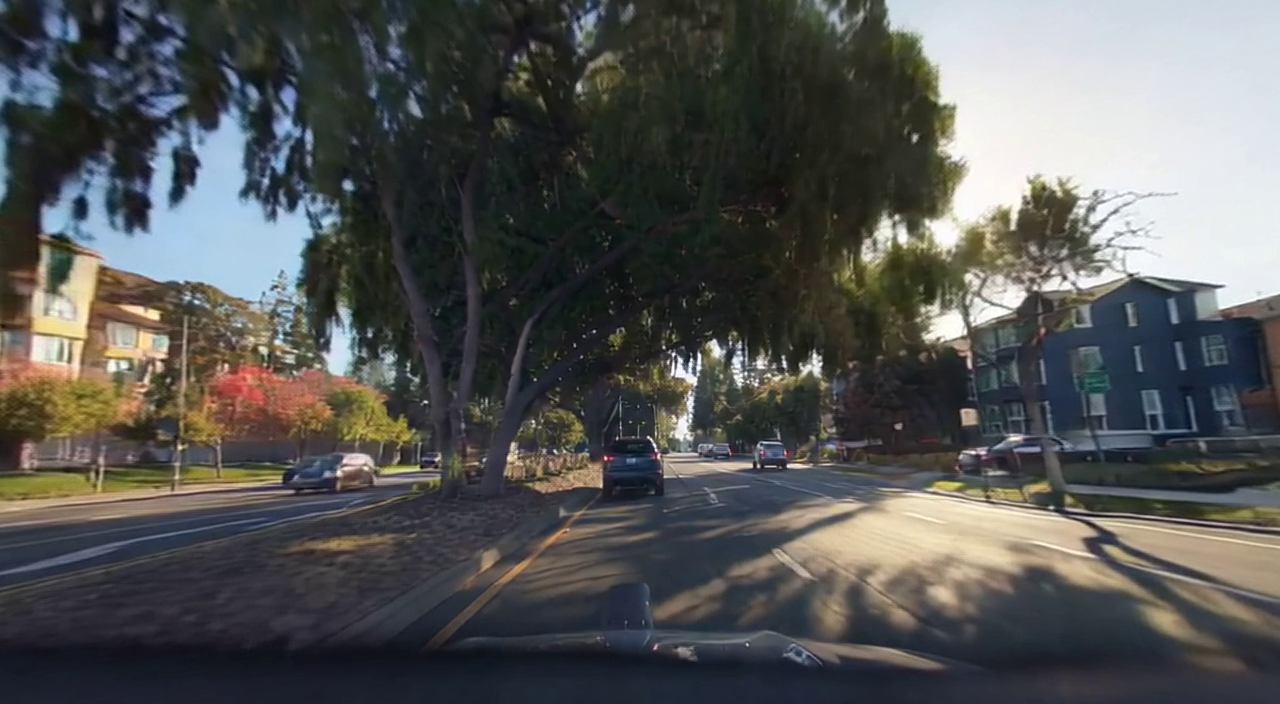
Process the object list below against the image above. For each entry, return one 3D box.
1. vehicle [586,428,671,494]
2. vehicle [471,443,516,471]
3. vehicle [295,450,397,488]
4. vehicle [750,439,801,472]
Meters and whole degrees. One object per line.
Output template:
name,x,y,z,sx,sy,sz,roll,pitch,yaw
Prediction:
vehicle,-0.300,3.349,19.659,2.332,1.798,4.546,0,-8,0
vehicle,-9.926,7.136,43.080,2.010,1.760,4.406,0,-8,1
vehicle,-13.343,5.298,28.970,2.198,1.550,4.824,0,-8,2
vehicle,7.597,5.825,35.781,1.971,1.722,4.341,0,-8,1
